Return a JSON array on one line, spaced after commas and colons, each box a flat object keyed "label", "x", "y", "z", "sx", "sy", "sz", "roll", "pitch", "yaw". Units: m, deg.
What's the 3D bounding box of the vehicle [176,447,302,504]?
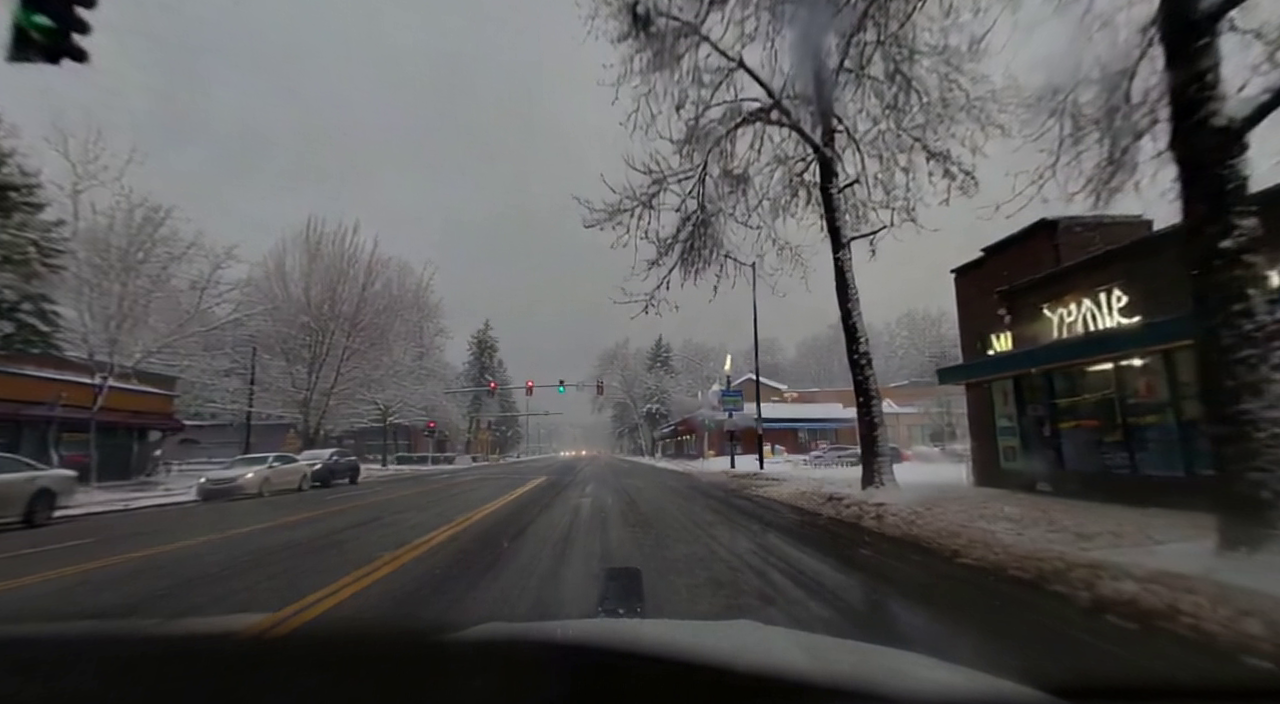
[{"label": "vehicle", "x": -13.315, "y": 4.067, "z": 21.212, "sx": 1.923, "sy": 1.706, "sz": 3.802, "roll": 0, "pitch": -8, "yaw": -5}]

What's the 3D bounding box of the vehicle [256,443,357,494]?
[{"label": "vehicle", "x": -13.511, "y": 4.751, "z": 25.850, "sx": 1.944, "sy": 1.742, "sz": 4.507, "roll": -4, "pitch": -9, "yaw": -4}]
